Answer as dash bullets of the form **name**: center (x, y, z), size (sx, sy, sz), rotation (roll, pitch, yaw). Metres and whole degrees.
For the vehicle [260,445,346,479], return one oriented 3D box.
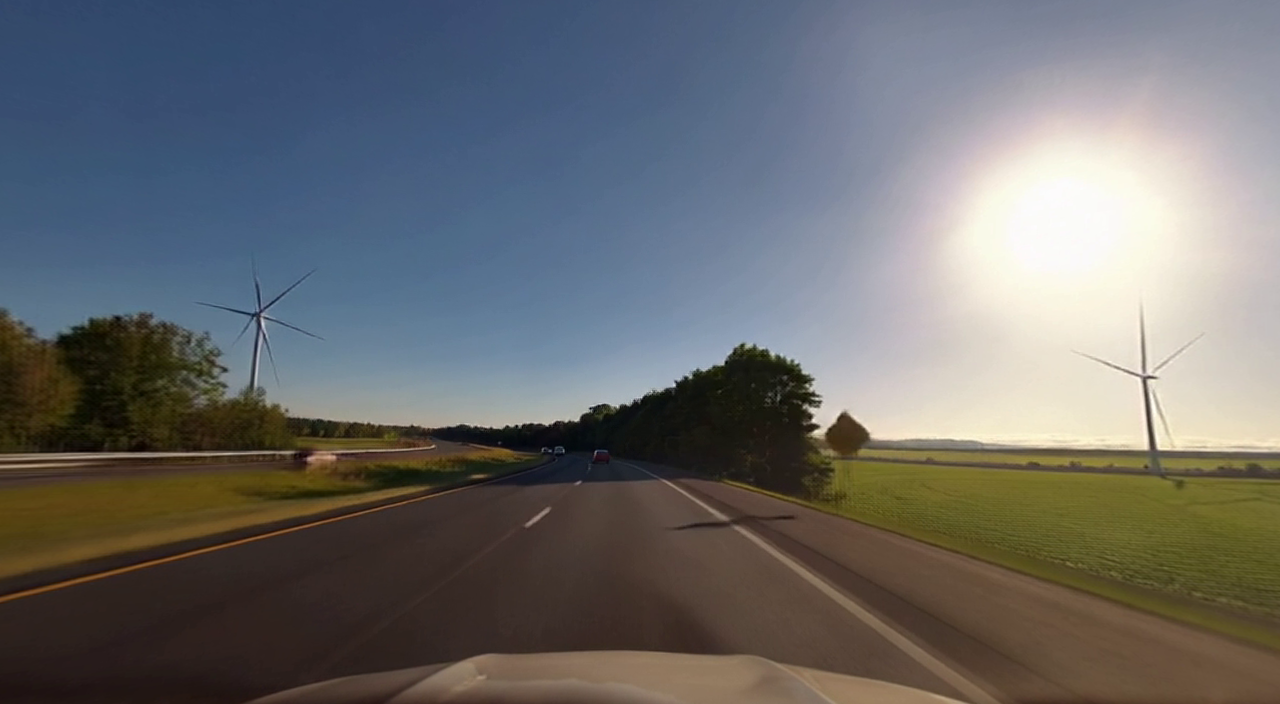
- **vehicle**: center (-16.355, 5.362, 30.910), size (1.904, 1.499, 4.422), rotation (0, -9, -3)
